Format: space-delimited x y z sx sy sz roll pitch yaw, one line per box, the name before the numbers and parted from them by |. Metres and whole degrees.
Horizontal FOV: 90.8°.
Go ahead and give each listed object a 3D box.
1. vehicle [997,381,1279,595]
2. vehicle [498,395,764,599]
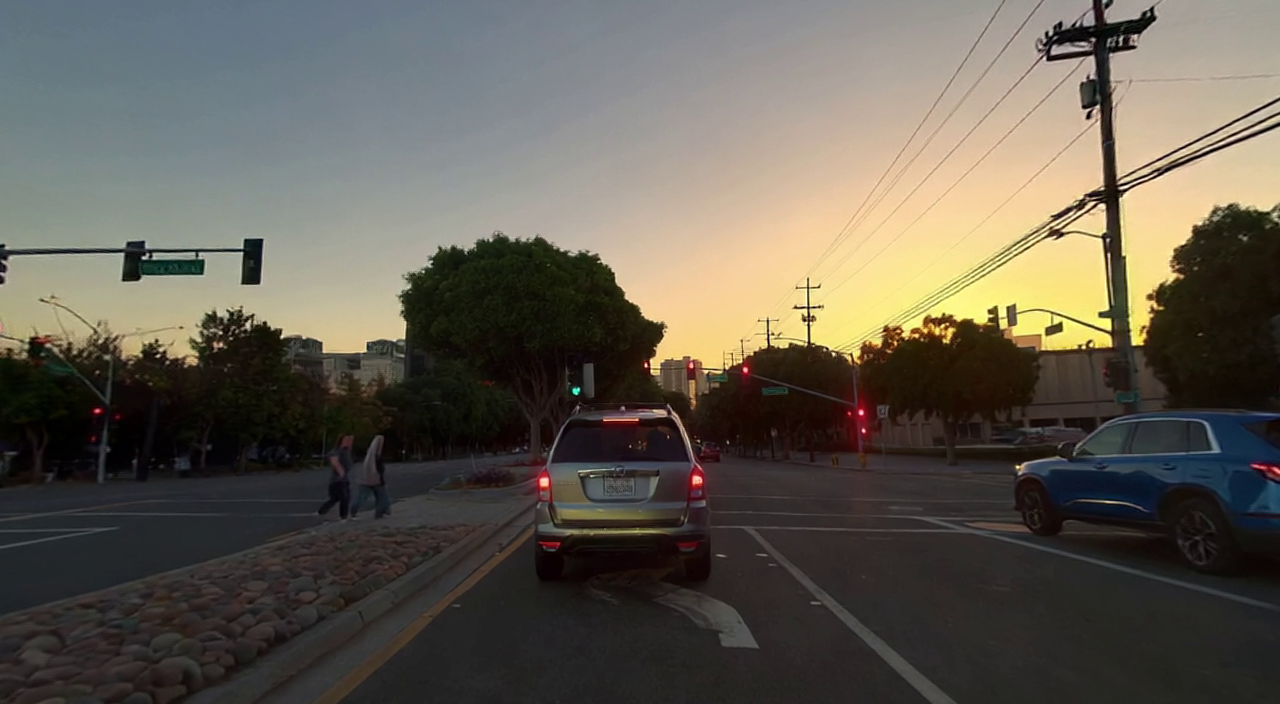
vehicle | 6.578 1.438 7.240 2.119 1.827 4.806 0 -9 0
vehicle | -0.109 1.564 7.640 2.285 1.729 4.252 0 -9 -1
